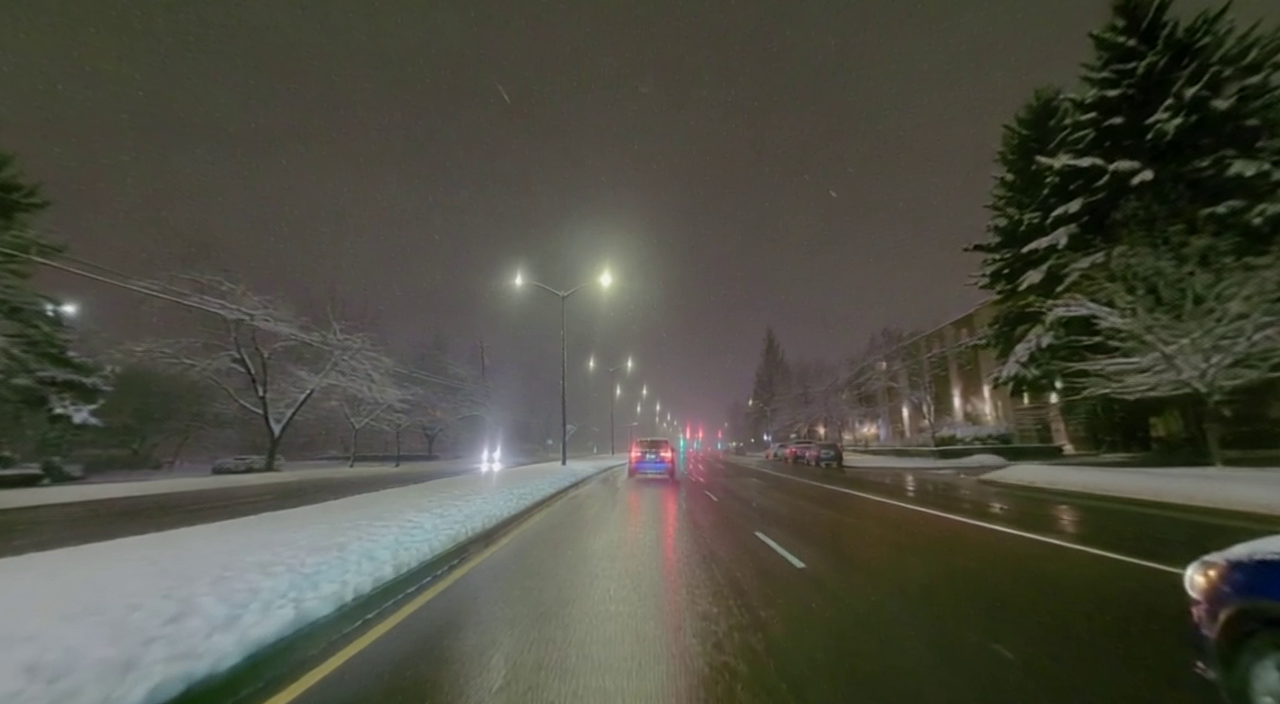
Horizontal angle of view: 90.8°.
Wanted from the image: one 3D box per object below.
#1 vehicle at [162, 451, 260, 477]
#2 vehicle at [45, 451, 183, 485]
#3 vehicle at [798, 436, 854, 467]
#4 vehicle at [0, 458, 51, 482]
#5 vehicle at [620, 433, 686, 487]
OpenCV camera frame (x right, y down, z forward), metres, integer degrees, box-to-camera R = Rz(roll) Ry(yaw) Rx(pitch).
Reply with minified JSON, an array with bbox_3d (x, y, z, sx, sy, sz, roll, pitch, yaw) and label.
[{"bbox_3d":[-25.836,6.733,38.183,4.453,1.472,1.873,1,-8,-7],"label":"vehicle"},{"bbox_3d":[-23.974,5.284,28.939,4.490,1.407,1.864,1,-8,-6],"label":"vehicle"},{"bbox_3d":[12.092,6.503,41.433,2.139,1.849,5.246,0,-8,1],"label":"vehicle"},{"bbox_3d":[-41.997,7.764,41.669,4.109,1.496,1.929,1,-8,-9],"label":"vehicle"},{"bbox_3d":[0.464,3.774,22.397,2.085,1.693,4.301,0,-8,1],"label":"vehicle"}]
